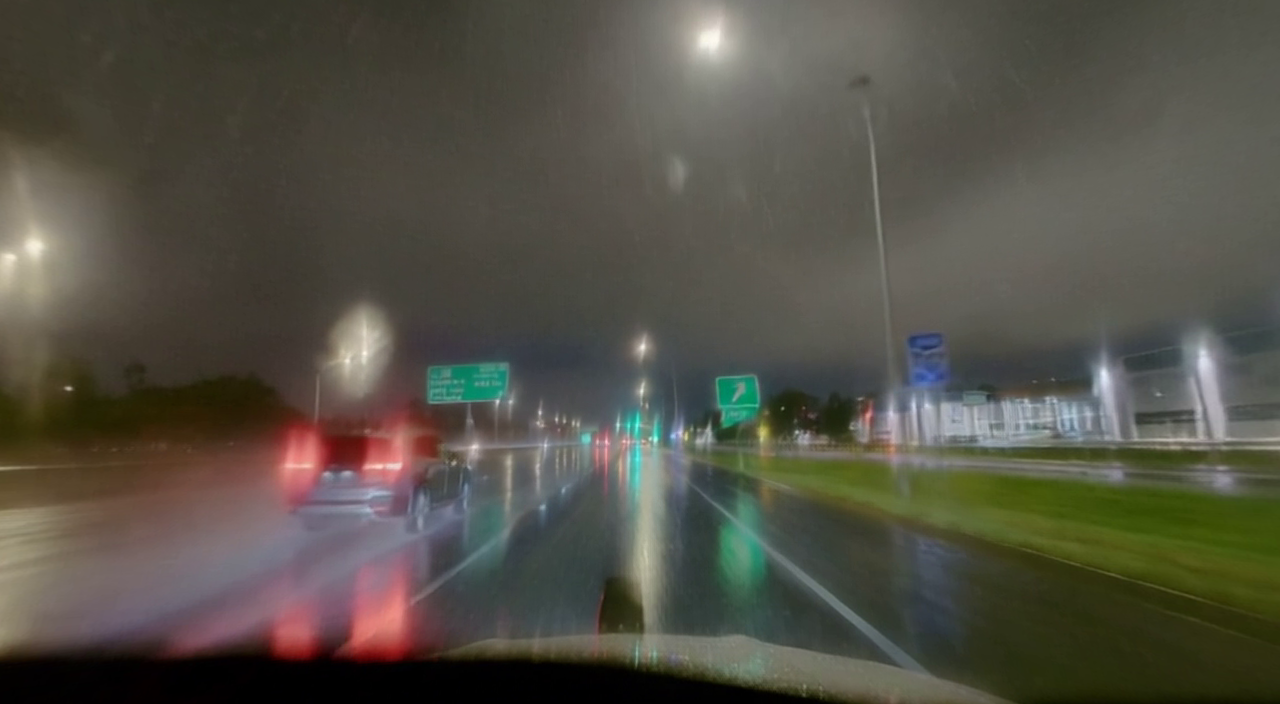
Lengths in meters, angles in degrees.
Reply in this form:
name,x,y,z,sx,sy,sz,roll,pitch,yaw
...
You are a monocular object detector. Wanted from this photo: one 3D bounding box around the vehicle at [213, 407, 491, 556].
name,x,y,z,sx,sy,sz,roll,pitch,yaw
vehicle,-4.006,1.884,9.961,2.150,1.761,4.697,0,-8,0
